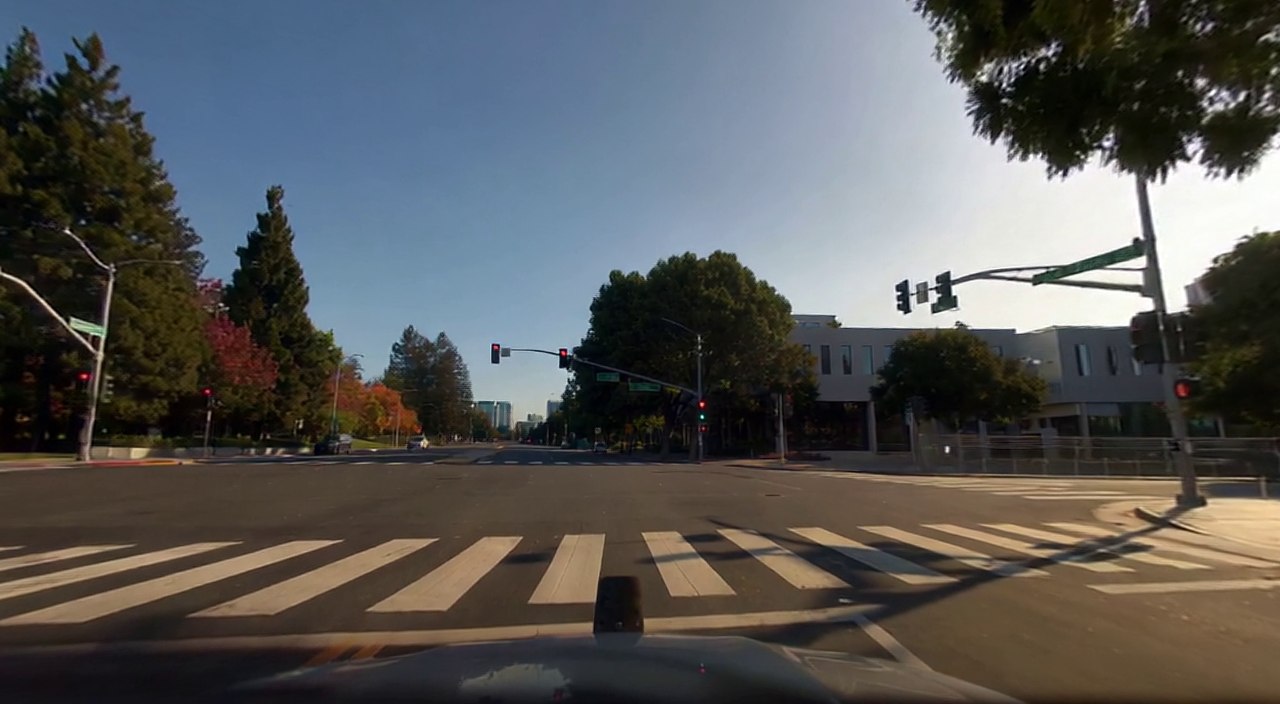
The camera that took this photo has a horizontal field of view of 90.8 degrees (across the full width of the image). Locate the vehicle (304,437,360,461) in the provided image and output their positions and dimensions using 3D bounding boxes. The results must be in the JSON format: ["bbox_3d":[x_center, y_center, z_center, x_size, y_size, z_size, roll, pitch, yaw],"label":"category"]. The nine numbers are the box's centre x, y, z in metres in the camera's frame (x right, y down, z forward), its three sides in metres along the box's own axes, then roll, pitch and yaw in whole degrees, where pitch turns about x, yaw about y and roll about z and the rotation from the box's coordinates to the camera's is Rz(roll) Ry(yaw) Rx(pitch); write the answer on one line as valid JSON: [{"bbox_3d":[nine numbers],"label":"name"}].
[{"bbox_3d":[-20.089,6.341,41.434,1.918,1.432,4.433,1,-9,-7],"label":"vehicle"}]
